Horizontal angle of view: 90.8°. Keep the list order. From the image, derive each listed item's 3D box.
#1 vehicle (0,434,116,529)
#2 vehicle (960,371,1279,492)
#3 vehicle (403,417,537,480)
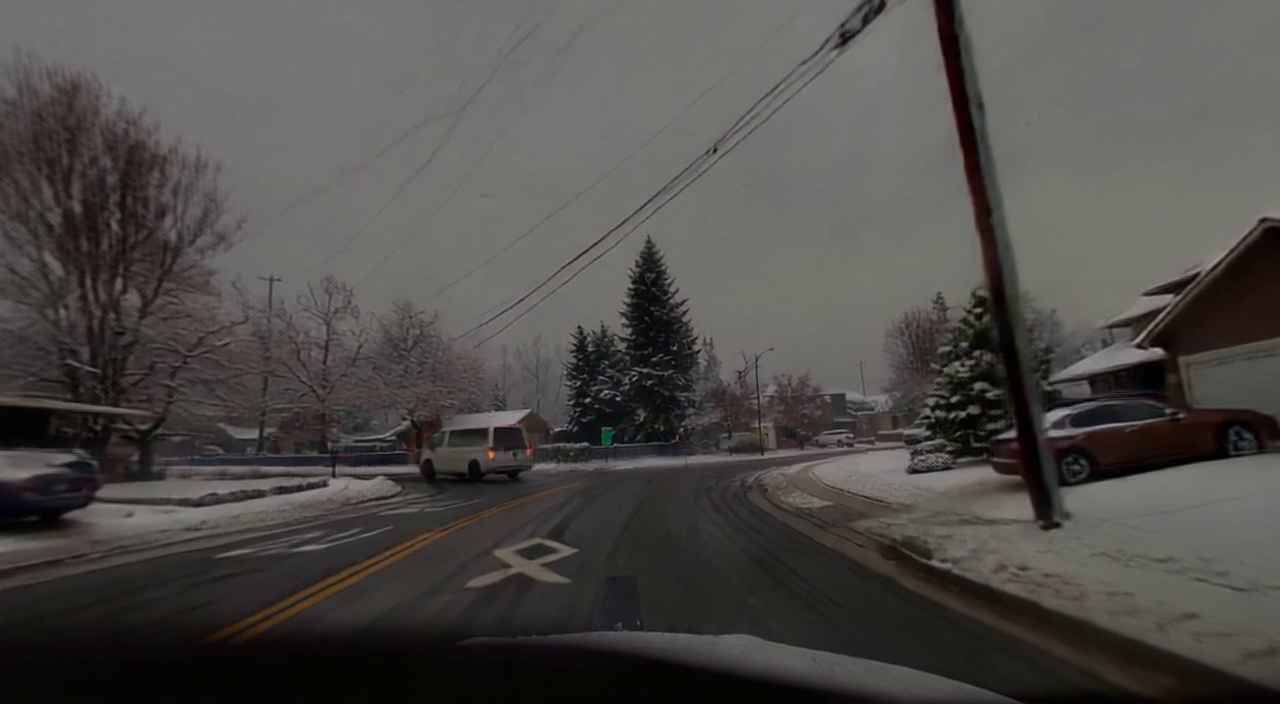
[{"bbox_3d":[-14.322,2.876,13.293,4.550,1.655,2.143,-4,-15,-3],"label":"vehicle"},{"bbox_3d":[9.364,1.605,12.601,4.658,1.536,2.090,-8,-9,-1],"label":"vehicle"},{"bbox_3d":[-9.348,5.246,34.375,7.559,3.058,2.929,-6,-11,37],"label":"vehicle"}]
